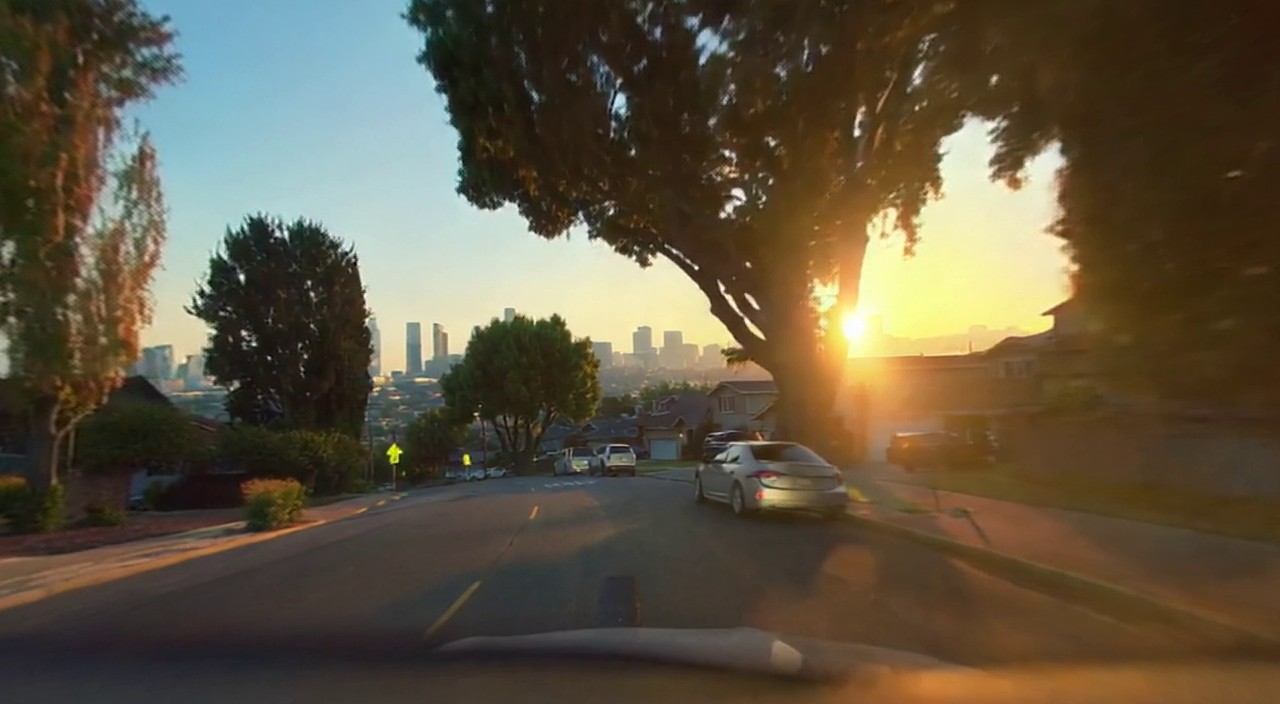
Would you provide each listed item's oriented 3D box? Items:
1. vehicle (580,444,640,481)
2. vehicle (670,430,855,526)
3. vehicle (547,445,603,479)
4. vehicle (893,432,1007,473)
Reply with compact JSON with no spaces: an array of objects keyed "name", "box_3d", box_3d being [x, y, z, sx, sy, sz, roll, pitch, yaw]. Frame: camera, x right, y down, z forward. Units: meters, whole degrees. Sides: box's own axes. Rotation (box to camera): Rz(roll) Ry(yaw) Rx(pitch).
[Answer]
[{"name":"vehicle","box_3d":[-1.600,5.458,31.589,1.965,1.663,4.744,2,-9,-16]},{"name":"vehicle","box_3d":[2.126,2.416,12.816,2.181,1.494,5.023,0,-8,-7]},{"name":"vehicle","box_3d":[-4.077,6.692,38.713,2.180,1.849,5.423,2,-9,-19]},{"name":"vehicle","box_3d":[12.119,3.869,24.642,4.253,1.458,1.900,4,-10,-32]}]
